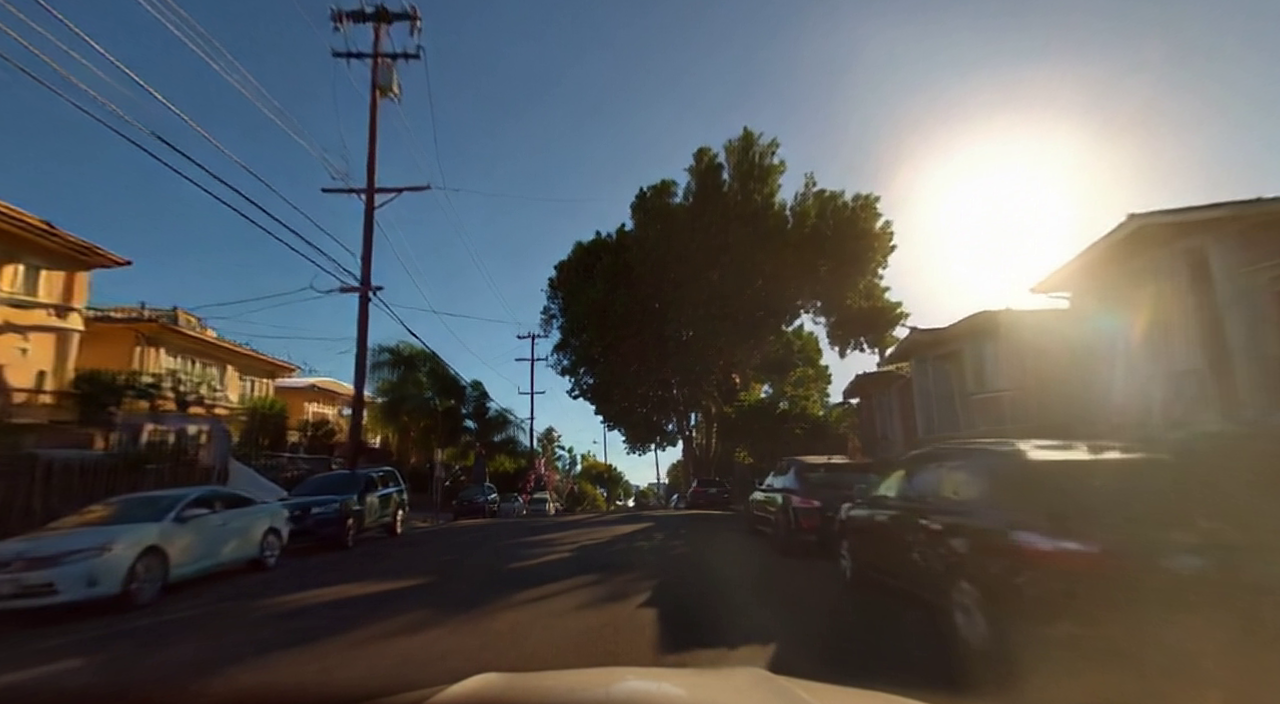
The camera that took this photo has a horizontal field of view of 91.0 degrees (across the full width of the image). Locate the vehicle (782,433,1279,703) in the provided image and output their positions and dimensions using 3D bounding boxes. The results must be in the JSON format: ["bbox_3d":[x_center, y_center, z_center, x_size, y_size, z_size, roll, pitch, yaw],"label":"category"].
[{"bbox_3d":[2.980,1.456,5.208,2.212,1.476,4.678,1,-8,-4],"label":"vehicle"}]

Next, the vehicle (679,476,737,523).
[{"bbox_3d":[2.572,5.705,24.670,1.756,1.455,3.965,0,-8,-1],"label":"vehicle"}]

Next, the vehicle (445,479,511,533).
[{"bbox_3d":[-7.047,6.735,27.926,1.933,1.824,5.142,0,-8,-4],"label":"vehicle"}]

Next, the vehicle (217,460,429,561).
[{"bbox_3d":[-6.724,3.384,14.292,2.017,1.683,5.412,0,-8,0],"label":"vehicle"}]

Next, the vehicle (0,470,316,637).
[{"bbox_3d":[-6.516,2.420,8.513,1.960,1.437,4.454,0,-8,-1],"label":"vehicle"}]
